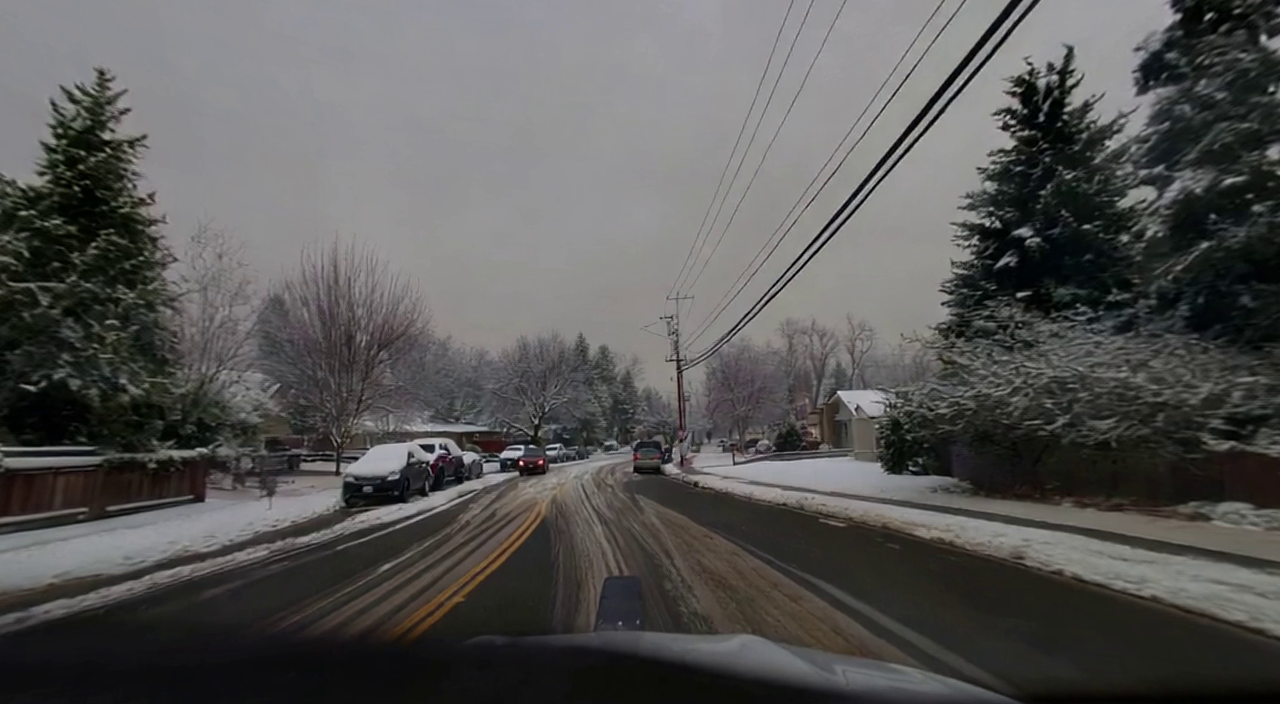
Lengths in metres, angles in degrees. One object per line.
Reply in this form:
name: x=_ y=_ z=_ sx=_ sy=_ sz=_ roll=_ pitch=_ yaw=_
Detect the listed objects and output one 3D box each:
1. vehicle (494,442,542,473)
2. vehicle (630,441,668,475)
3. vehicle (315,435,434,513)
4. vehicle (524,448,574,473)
vehicle: x=-9.029 y=7.874 z=47.071 sx=2.353 sy=2.037 sz=5.358 roll=-4 pitch=-10 yaw=1
vehicle: x=0.507 y=6.081 z=36.460 sx=2.032 sy=1.810 sz=5.047 roll=0 pitch=-8 yaw=1
vehicle: x=-8.297 y=3.841 z=20.428 sx=2.312 sy=2.032 sz=5.585 roll=-1 pitch=-9 yaw=-10
vehicle: x=-5.649 y=6.798 z=39.929 sx=2.448 sy=1.475 sz=4.568 roll=0 pitch=-9 yaw=1
